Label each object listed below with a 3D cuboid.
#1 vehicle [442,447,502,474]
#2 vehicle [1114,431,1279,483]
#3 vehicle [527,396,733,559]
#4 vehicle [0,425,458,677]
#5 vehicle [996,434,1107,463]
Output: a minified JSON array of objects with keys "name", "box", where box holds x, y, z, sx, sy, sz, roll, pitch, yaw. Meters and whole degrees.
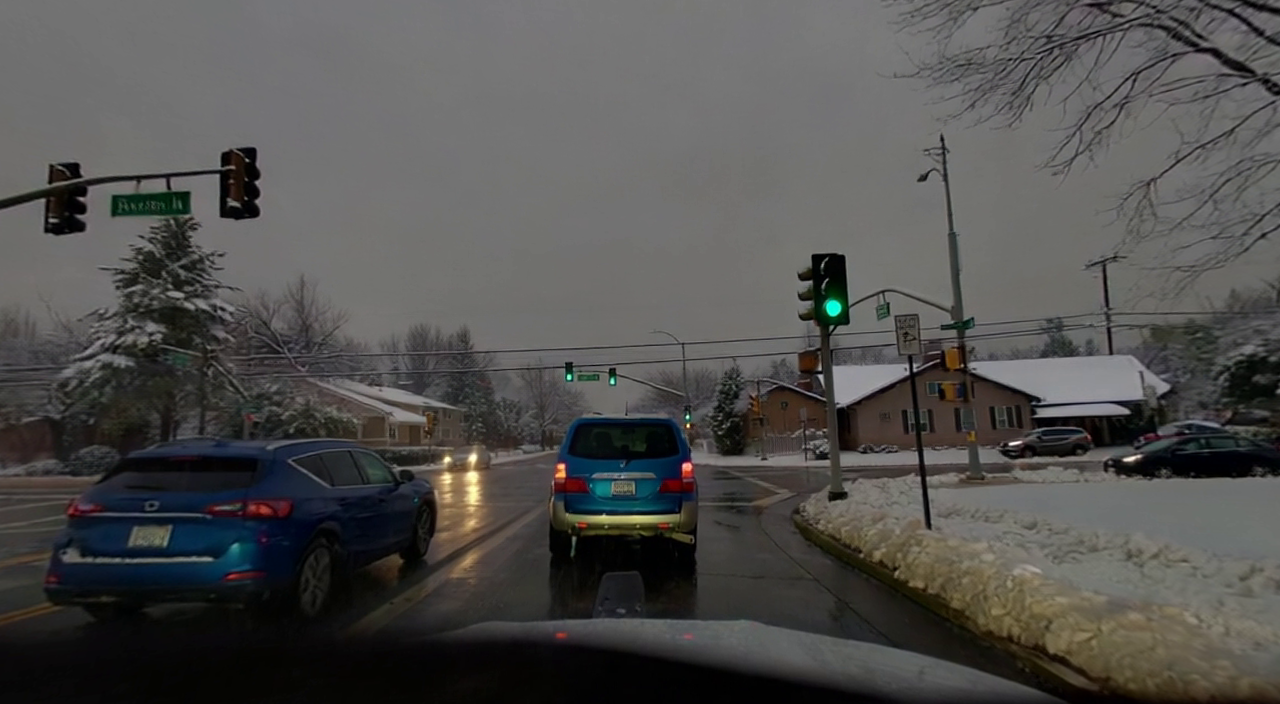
[{"name":"vehicle","box":[-9.615,6.243,36.602,2.028,1.474,4.637,-1,-8,3]},{"name":"vehicle","box":[17.236,3.081,18.654,4.715,1.439,1.874,-2,-9,14]},{"name":"vehicle","box":[-0.180,1.801,9.762,2.396,1.881,4.606,0,-8,-2]},{"name":"vehicle","box":[-3.331,1.495,5.954,1.934,1.459,4.368,0,-8,0]},{"name":"vehicle","box":[21.362,5.023,32.995,4.353,1.431,1.876,-2,-9,14]}]
